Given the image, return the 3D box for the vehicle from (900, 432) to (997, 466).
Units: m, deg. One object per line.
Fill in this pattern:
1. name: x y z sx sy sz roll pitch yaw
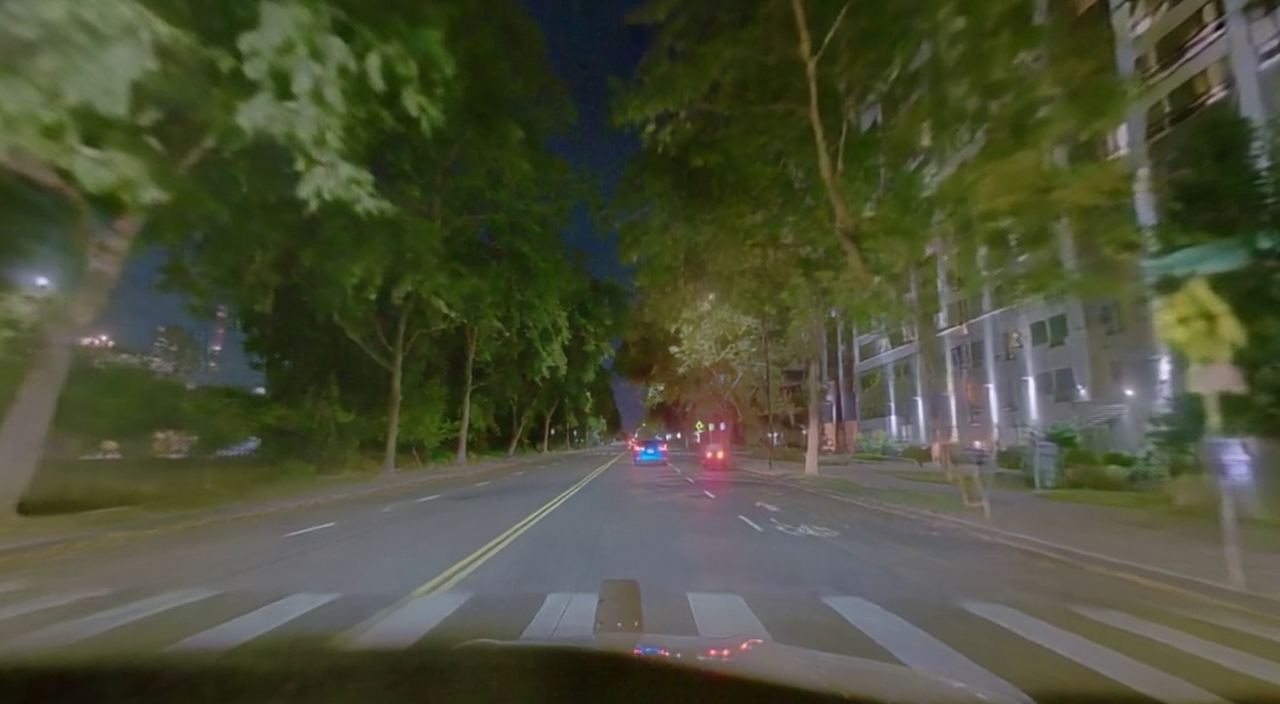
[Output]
1. vehicle: 17.178 5.429 35.215 4.237 1.819 2.245 0 -8 0

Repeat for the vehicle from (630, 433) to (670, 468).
1. vehicle: 0.461 5.079 32.655 1.981 1.703 3.691 0 -8 -1
